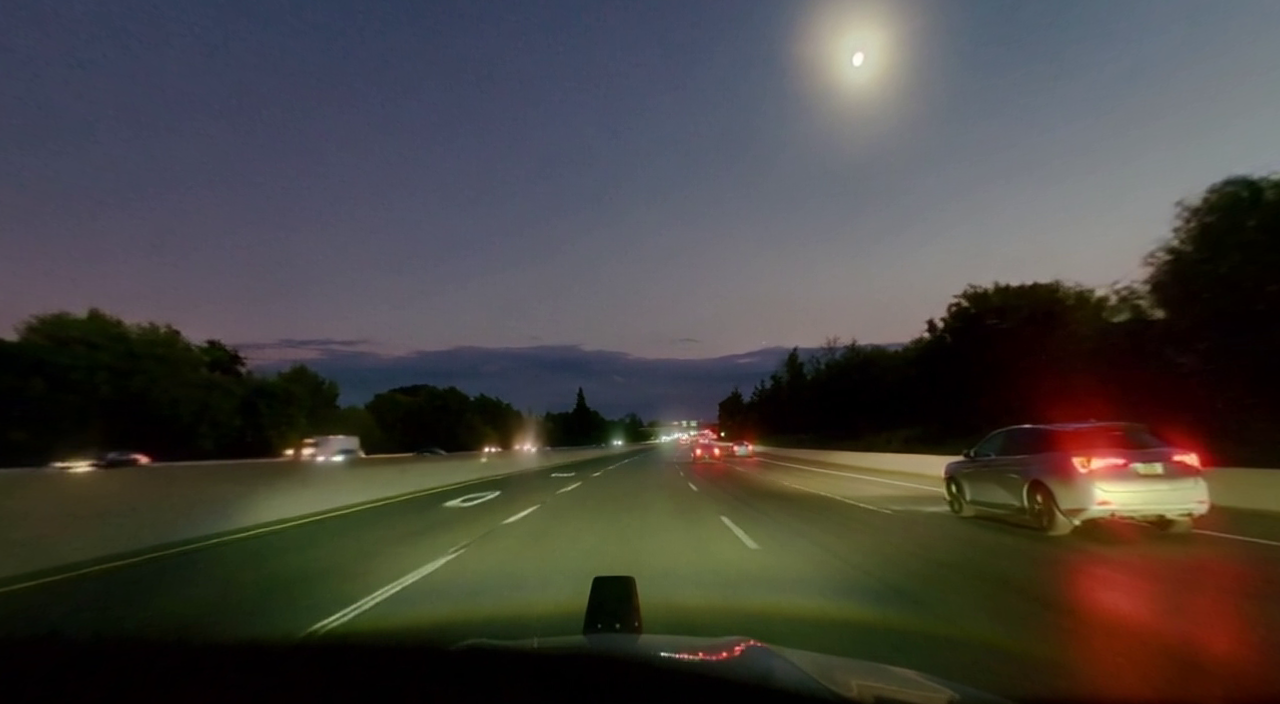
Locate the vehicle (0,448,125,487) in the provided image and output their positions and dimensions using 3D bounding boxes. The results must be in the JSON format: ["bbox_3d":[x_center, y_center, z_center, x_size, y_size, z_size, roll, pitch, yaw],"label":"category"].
[{"bbox_3d":[-27.639,5.504,30.371,1.952,1.688,4.454,0,-9,0],"label":"vehicle"}]

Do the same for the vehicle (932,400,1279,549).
[{"bbox_3d":[7.063,1.886,10.355,2.087,1.806,4.946,0,-9,-1],"label":"vehicle"}]

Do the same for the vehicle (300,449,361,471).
[{"bbox_3d":[-23.370,8.171,47.891,2.096,1.515,4.805,-1,-9,2],"label":"vehicle"}]

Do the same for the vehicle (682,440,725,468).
[{"bbox_3d":[3.432,5.646,35.098,1.981,1.471,4.342,0,-9,1],"label":"vehicle"}]
